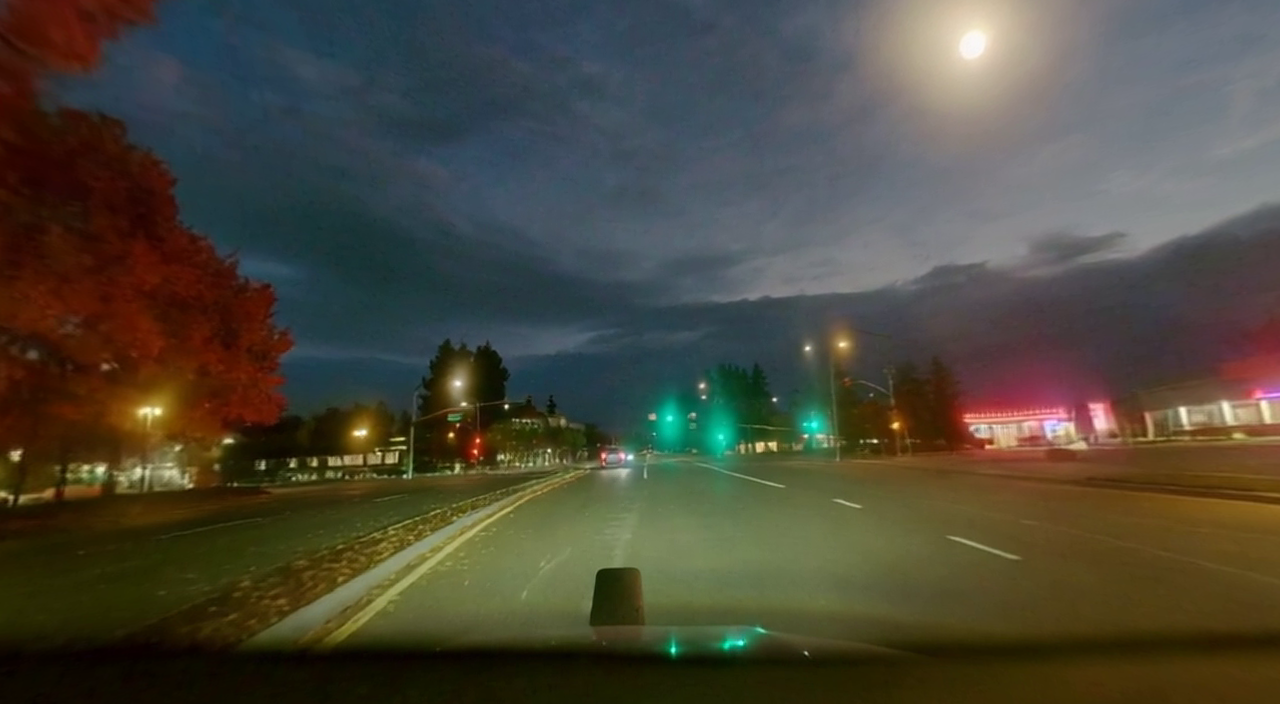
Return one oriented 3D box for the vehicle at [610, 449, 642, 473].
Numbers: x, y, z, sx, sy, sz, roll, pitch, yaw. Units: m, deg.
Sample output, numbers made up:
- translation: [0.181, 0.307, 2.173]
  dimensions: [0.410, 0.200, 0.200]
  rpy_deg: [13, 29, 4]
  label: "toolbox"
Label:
- translation: [-0.883, 7.403, 43.095]
  dimensions: [2.018, 1.512, 4.304]
  rpy_deg: [0, -9, 1]
  label: "vehicle"
